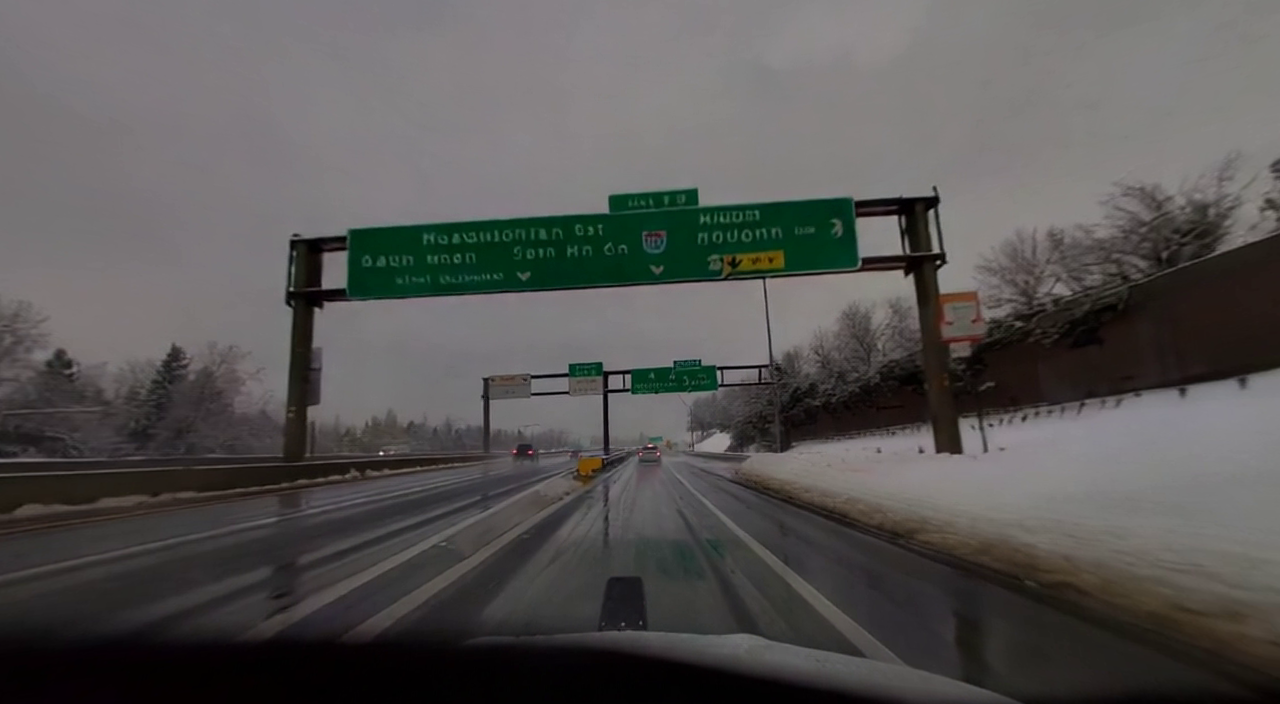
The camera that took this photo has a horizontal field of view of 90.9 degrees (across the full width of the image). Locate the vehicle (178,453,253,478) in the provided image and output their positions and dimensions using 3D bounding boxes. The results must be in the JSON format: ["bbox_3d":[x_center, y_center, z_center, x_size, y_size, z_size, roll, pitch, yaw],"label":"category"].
[{"bbox_3d":[-28.540,7.625,42.562,1.988,1.517,4.641,0,-8,-2],"label":"vehicle"}]

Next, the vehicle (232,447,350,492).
[{"bbox_3d":[-13.108,4.402,24.063,1.946,1.461,4.602,0,-8,-1],"label":"vehicle"}]

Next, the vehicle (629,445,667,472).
[{"bbox_3d":[0.406,6.232,37.166,2.137,1.461,3.999,0,-8,-1],"label":"vehicle"}]
